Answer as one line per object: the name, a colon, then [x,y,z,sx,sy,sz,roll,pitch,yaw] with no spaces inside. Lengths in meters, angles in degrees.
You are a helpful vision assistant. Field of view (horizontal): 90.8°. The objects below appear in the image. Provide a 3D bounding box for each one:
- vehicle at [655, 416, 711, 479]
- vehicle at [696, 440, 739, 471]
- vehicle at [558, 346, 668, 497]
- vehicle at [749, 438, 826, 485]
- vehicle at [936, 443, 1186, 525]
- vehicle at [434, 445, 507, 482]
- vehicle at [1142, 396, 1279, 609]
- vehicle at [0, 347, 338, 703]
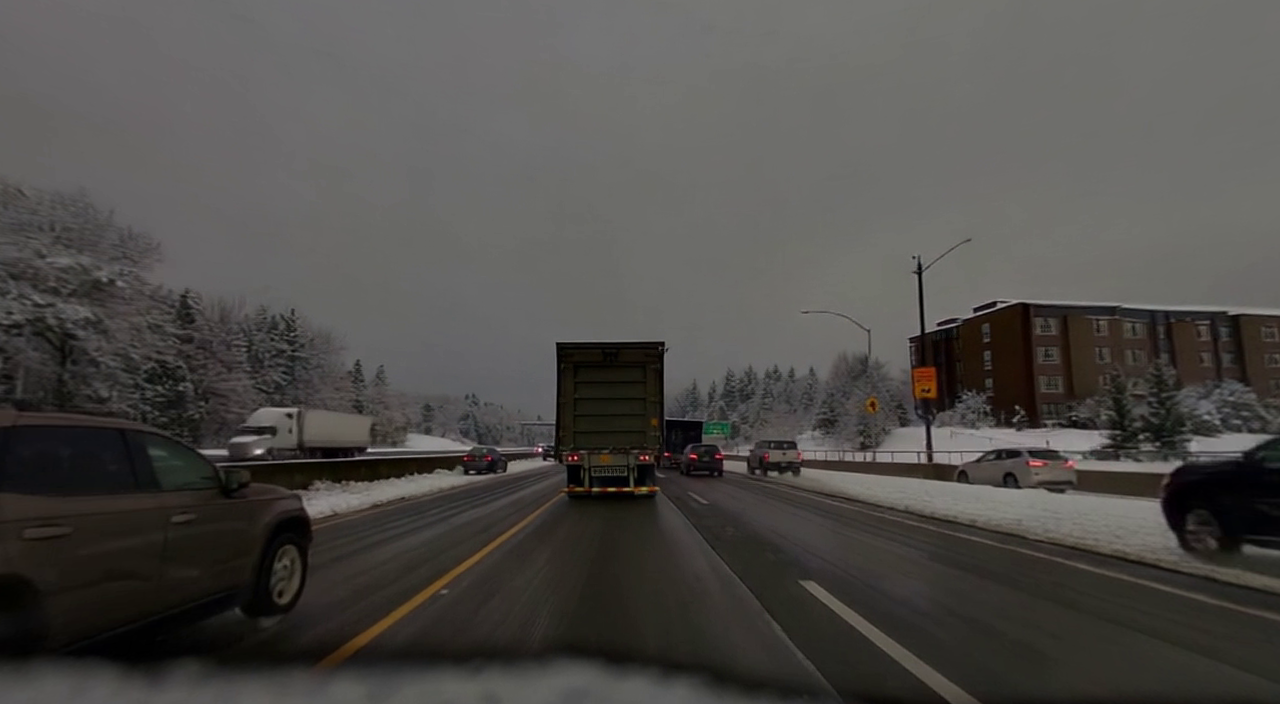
vehicle: [2.511,5.987,39.694,2.669,3.491,8.645,0,-9,-1]
vehicle: [5.521,7.467,45.697,2.297,2.116,5.052,0,-9,-3]
vehicle: [-0.748,2.642,22.295,2.906,4.040,10.743,0,-9,0]
vehicle: [6.360,4.767,27.824,2.070,1.888,4.546,0,-9,-2]
vehicle: [8.993,2.828,14.236,2.002,1.472,4.950,0,-9,-4]
vehicle: [-7.300,4.840,27.768,1.973,1.471,4.779,0,-9,-1]
vehicle: [6.335,1.049,3.995,2.188,1.731,5.031,0,-9,0]
vehicle: [-3.313,0.891,2.795,1.946,1.641,4.105,0,-9,-1]
